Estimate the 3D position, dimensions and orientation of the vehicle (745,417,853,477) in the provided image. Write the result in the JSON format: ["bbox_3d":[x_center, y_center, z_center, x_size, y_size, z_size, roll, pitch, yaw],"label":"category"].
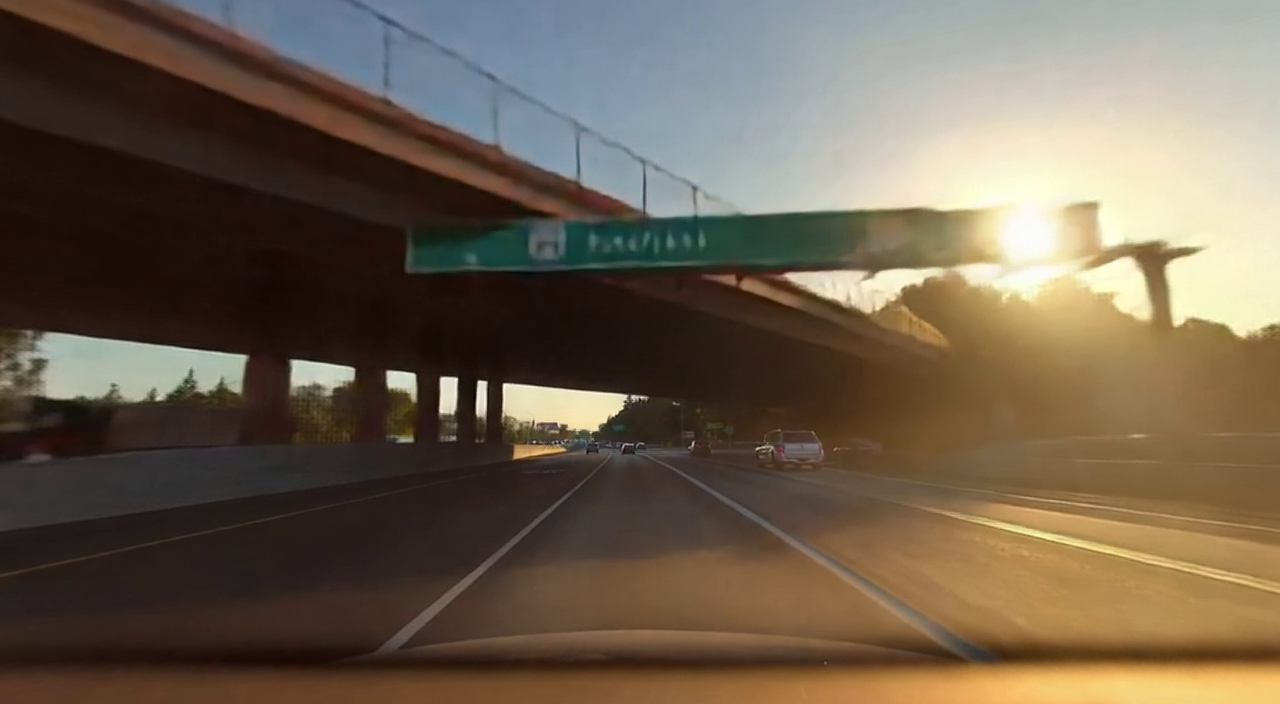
[{"bbox_3d":[6.976,4.343,29.012,2.779,2.339,8.073,0,-8,-1],"label":"vehicle"}]

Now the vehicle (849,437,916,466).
[{"bbox_3d":[14.208,5.856,37.188,2.072,1.611,4.387,0,-8,-2],"label":"vehicle"}]

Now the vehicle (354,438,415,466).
[{"bbox_3d":[-16.916,6.645,41.944,2.131,1.723,4.678,0,-8,-1],"label":"vehicle"}]

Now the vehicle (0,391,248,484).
[{"bbox_3d":[-21.605,3.771,27.488,2.922,3.345,9.411,0,-8,-1],"label":"vehicle"}]
